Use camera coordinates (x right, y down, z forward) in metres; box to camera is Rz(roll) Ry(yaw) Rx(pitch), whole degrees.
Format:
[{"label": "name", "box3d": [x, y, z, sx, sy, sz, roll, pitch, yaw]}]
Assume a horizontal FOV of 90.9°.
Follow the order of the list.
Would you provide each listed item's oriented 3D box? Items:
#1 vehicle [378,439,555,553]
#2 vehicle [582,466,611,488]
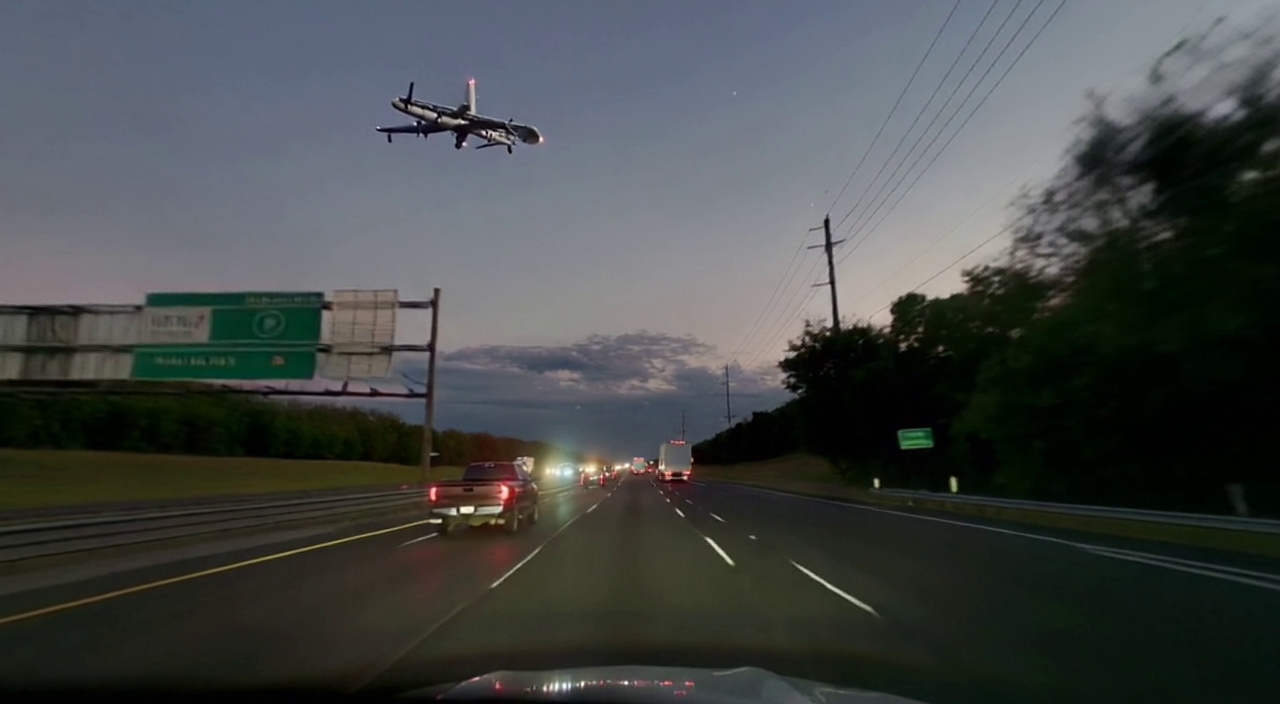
[{"label": "vehicle", "box3d": [-3.007, 2.662, 12.084, 2.065, 1.722, 4.441, 1, -11, 0]}, {"label": "vehicle", "box3d": [-3.352, 9.817, 49.475, 1.942, 1.597, 3.943, 1, -11, 0]}]
